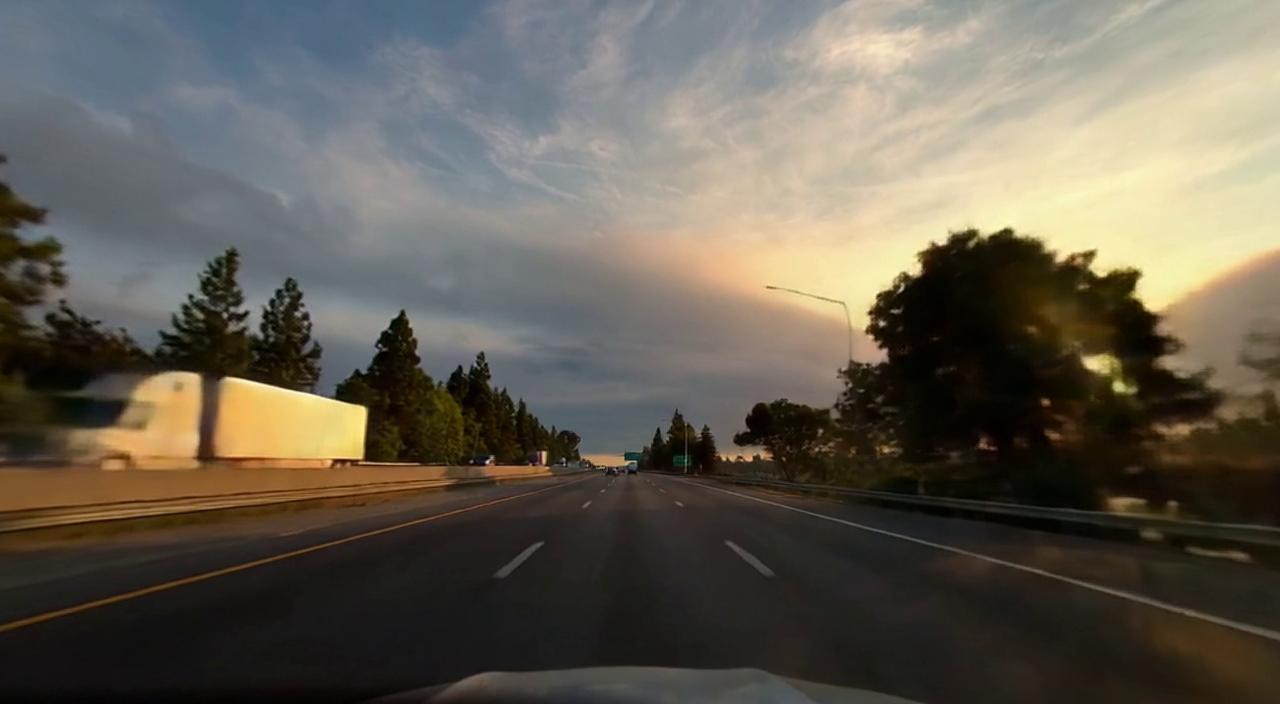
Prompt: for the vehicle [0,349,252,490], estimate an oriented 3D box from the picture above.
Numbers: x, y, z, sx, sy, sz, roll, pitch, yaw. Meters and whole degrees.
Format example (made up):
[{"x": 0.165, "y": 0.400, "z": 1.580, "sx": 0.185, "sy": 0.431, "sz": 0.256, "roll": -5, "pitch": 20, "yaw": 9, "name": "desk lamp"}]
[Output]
[{"x": -16.040, "y": 2.360, "z": 20.351, "sx": 2.975, "sy": 3.883, "sz": 5.859, "roll": 1, "pitch": -10, "yaw": 1, "name": "vehicle"}]
